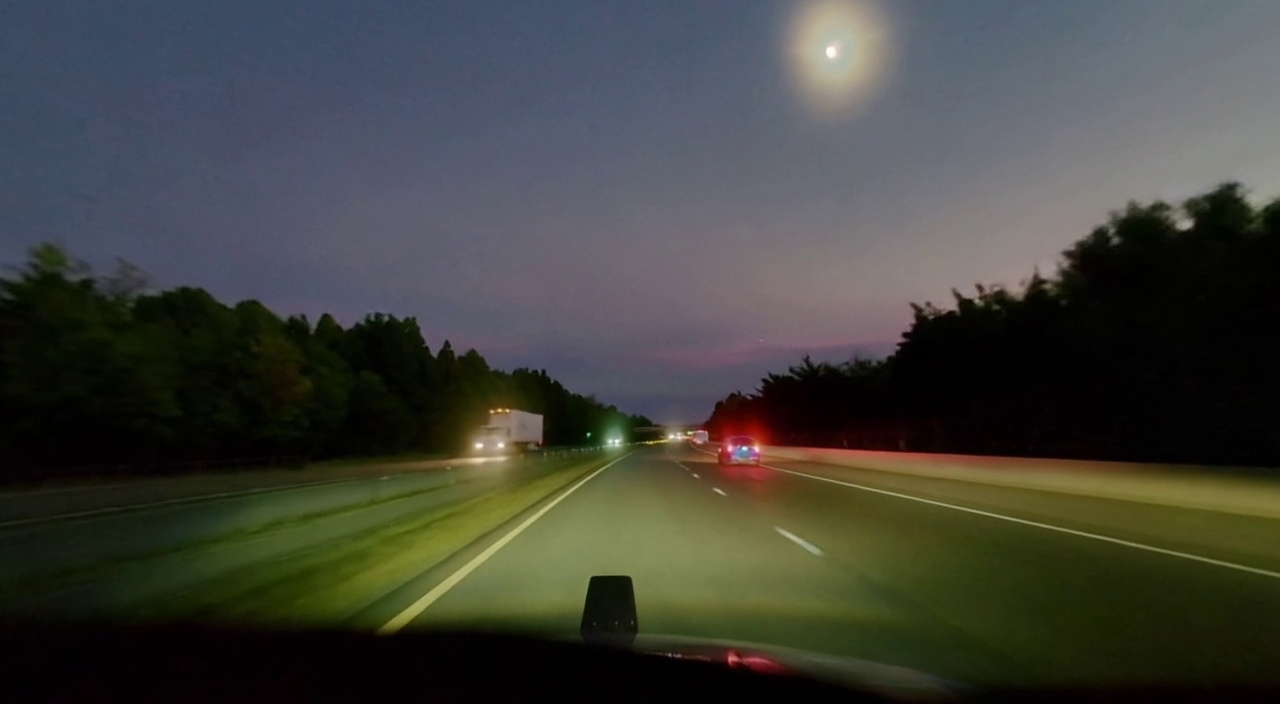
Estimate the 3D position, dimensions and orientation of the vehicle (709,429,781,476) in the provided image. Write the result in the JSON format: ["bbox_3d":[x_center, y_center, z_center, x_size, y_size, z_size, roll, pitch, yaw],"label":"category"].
[{"bbox_3d":[4.009,3.901,24.724,2.022,1.663,4.245,0,-8,-1],"label":"vehicle"}]
